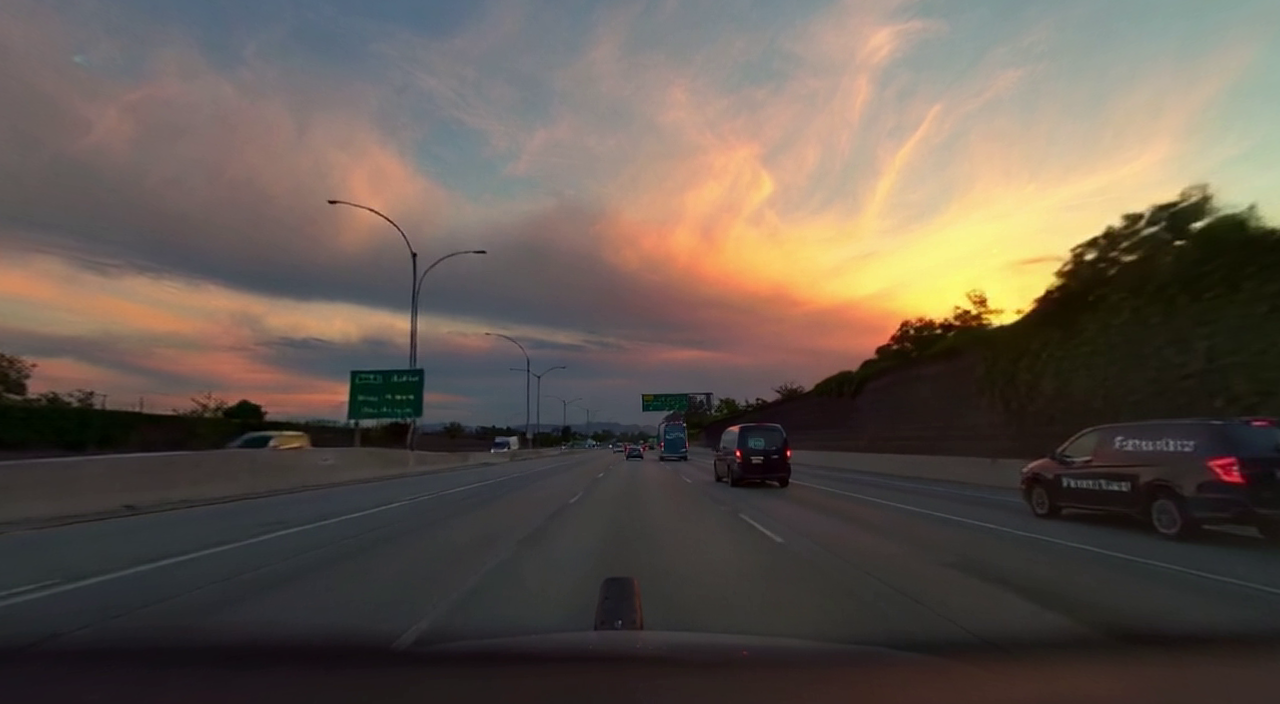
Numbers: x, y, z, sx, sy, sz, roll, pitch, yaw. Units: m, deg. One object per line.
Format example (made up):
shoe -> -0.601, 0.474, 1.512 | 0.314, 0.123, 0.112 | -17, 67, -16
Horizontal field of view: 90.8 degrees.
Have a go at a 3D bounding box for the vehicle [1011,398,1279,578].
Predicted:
vehicle -> 7.561, 1.667, 8.315 | 2.266, 1.799, 4.947 | 0, -9, -1

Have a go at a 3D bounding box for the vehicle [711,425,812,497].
vehicle -> 3.569, 3.324, 19.623 | 2.035, 1.931, 4.841 | 0, -9, -2

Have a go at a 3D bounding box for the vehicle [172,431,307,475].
vehicle -> -17.579, 4.502, 28.203 | 2.408, 1.737, 5.580 | 0, -9, -1
